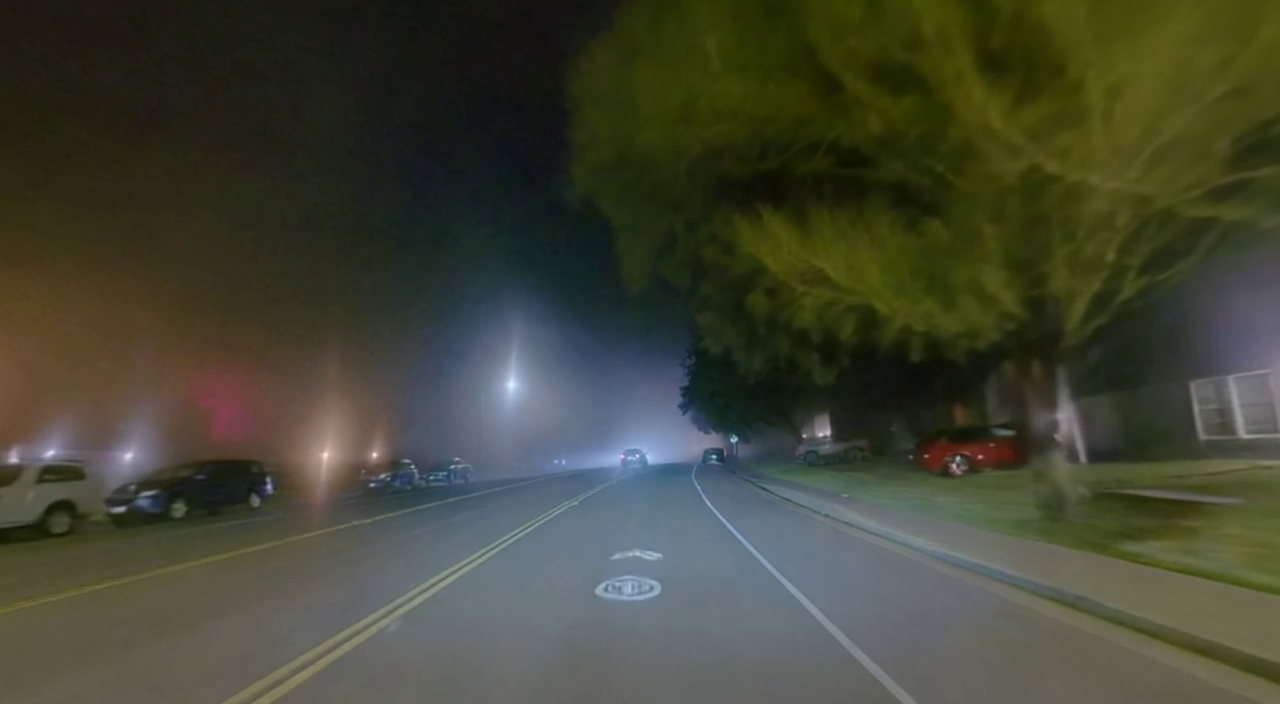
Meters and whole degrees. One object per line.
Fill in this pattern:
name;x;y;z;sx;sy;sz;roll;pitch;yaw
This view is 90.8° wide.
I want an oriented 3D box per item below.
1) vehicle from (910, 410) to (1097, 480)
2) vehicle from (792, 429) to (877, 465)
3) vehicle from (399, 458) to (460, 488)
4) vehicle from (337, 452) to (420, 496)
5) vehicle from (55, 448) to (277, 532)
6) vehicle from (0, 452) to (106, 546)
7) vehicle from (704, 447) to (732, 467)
vehicle;10.918;2.843;19.255;4.383;1.602;1.920;-6;-9;1
vehicle;11.872;5.818;38.787;4.463;1.765;1.960;-5;-8;-1
vehicle;-12.563;7.225;37.966;1.695;1.423;4.371;-7;-10;6
vehicle;-13.260;6.151;32.305;2.009;1.789;4.449;-8;-9;4
vehicle;-13.952;4.017;19.283;2.114;1.931;5.936;-6;-9;2
vehicle;-14.224;3.090;12.718;2.157;1.882;5.479;-5;-9;1
vehicle;5.938;7.966;48.124;2.016;1.477;4.207;-1;-9;6
